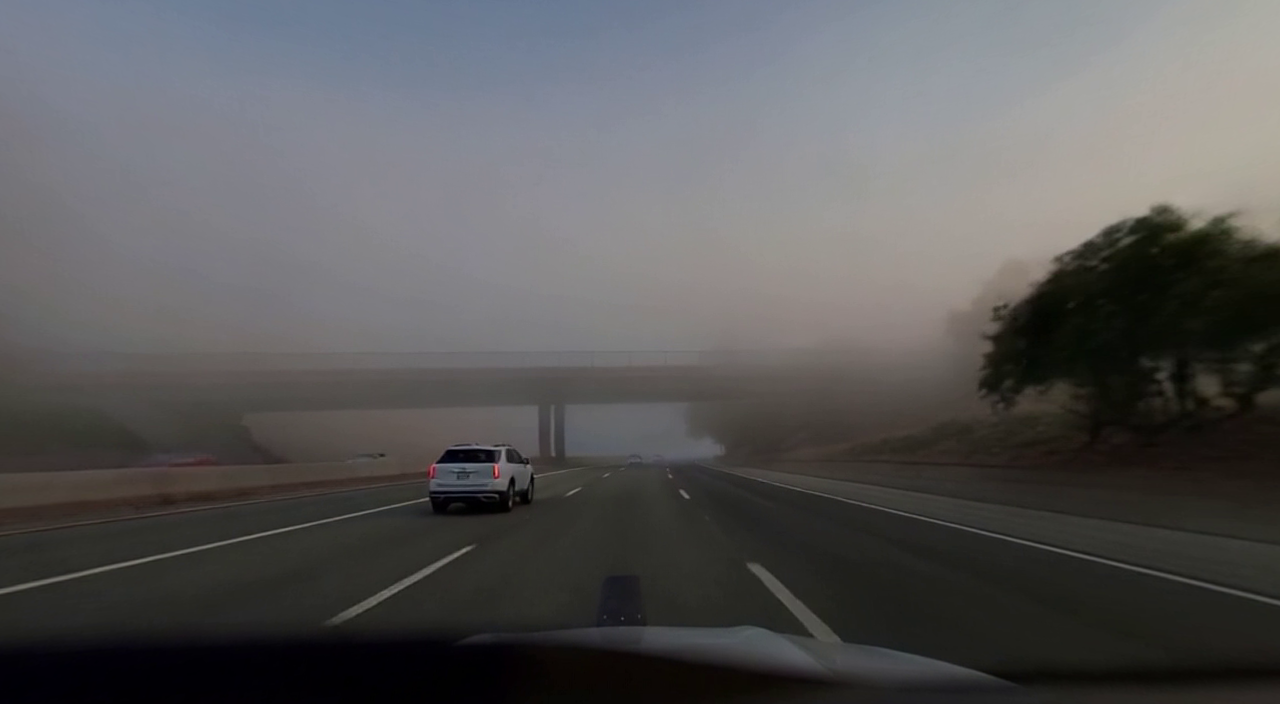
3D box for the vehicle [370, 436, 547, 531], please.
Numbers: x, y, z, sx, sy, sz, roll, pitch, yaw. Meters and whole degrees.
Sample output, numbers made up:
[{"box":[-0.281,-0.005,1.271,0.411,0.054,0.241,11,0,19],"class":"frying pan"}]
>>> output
[{"box":[-3.514,2.667,13.411,2.274,1.628,4.807,0,-9,1],"class":"vehicle"}]
